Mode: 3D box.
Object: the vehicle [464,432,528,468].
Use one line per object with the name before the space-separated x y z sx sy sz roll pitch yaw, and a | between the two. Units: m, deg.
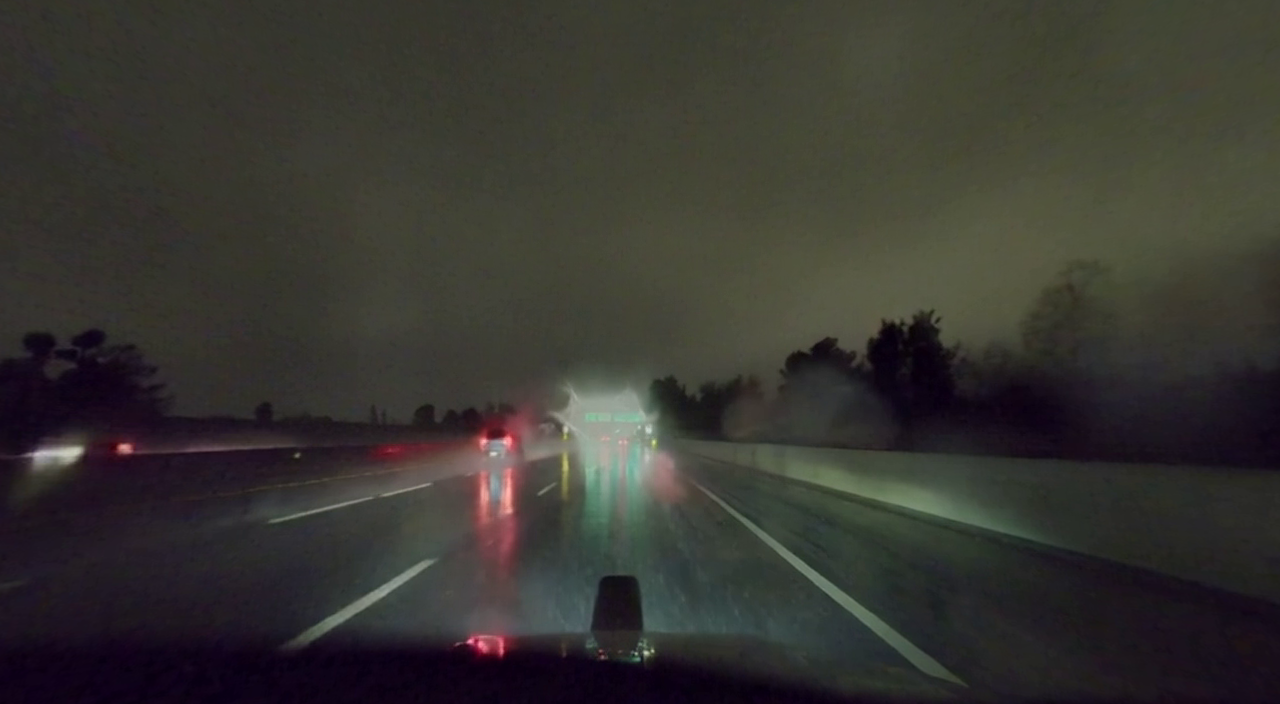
vehicle | -7.004 4.806 31.099 2.111 1.662 4.630 0 -8 0
